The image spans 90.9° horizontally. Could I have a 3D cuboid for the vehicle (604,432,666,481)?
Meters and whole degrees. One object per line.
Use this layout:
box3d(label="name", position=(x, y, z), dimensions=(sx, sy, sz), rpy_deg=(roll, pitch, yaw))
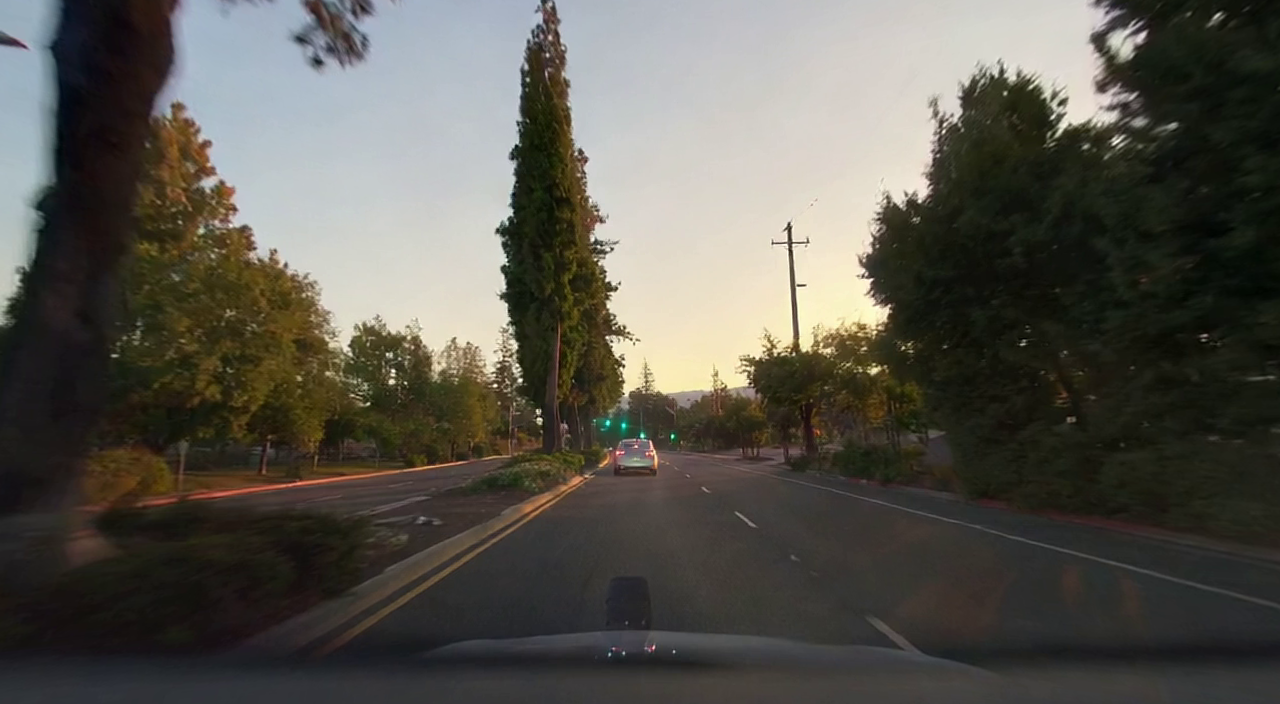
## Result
box3d(label="vehicle", position=(-0.164, 3.993, 24.314), dimensions=(2.192, 1.734, 4.176), rpy_deg=(0, -8, 0))
